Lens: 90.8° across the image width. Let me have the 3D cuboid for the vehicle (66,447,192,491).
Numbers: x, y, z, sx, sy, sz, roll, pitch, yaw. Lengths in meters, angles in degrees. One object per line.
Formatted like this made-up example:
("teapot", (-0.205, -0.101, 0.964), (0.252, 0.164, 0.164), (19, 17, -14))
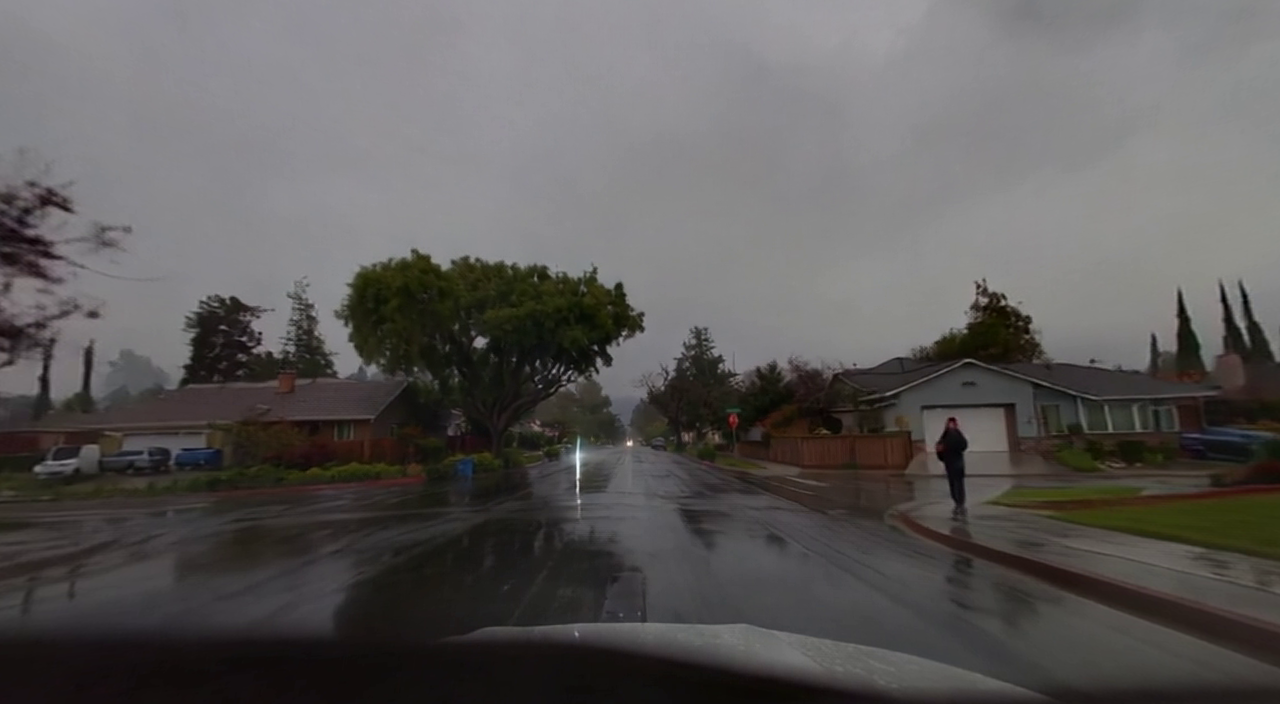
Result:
("vehicle", (-24.922, 5.706, 31.117), (2.004, 1.856, 4.934), (-4, -9, 2))

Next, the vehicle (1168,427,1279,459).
("vehicle", (29.745, 4.643, 32.056), (1.764, 1.491, 4.548), (0, -9, -2))
